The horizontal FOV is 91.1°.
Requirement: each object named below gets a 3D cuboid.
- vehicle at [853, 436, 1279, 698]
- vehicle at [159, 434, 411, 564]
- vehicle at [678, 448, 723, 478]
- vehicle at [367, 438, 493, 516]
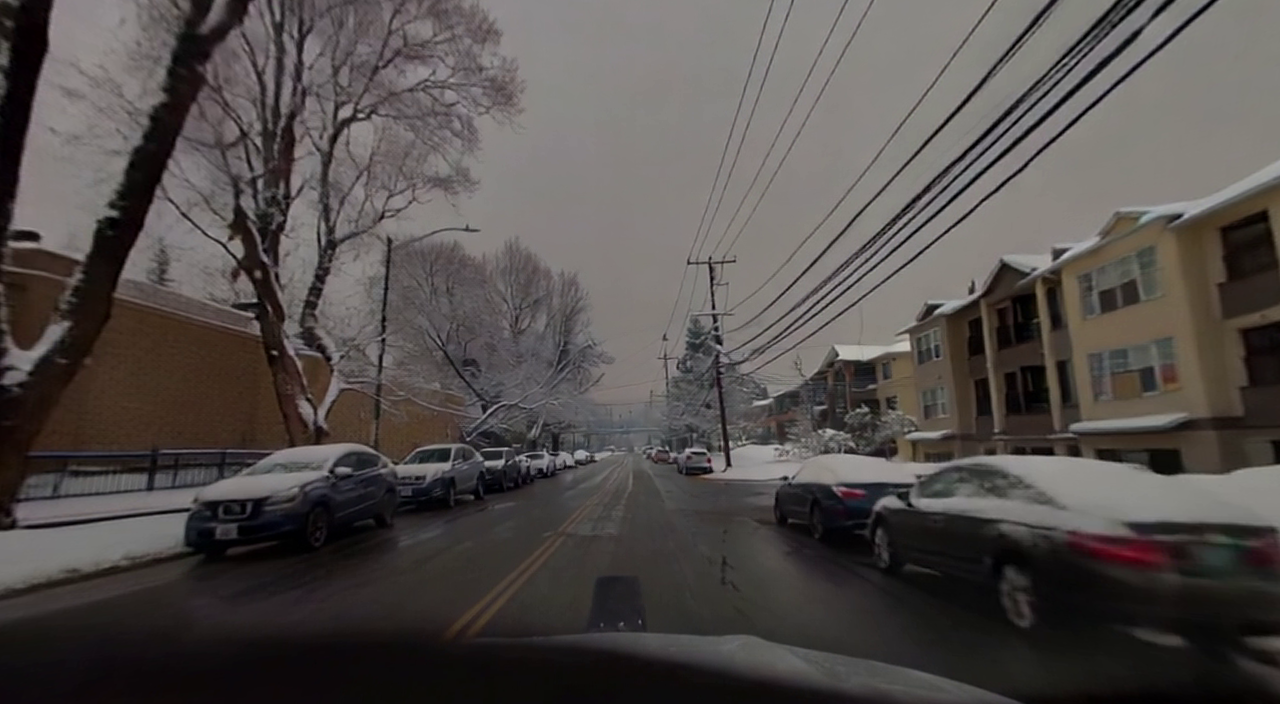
[{"bbox_3d":[3.803,1.614,6.029,1.868,1.494,4.652,0,-9,0],"label":"vehicle"},{"bbox_3d":[-6.294,2.574,12.012,2.056,1.876,4.824,-2,-8,-1],"label":"vehicle"},{"bbox_3d":[3.662,6.811,38.783,2.328,1.730,4.225,0,-9,0],"label":"vehicle"},{"bbox_3d":[-6.361,3.805,19.852,2.120,1.989,5.616,-3,-8,-1],"label":"vehicle"}]
